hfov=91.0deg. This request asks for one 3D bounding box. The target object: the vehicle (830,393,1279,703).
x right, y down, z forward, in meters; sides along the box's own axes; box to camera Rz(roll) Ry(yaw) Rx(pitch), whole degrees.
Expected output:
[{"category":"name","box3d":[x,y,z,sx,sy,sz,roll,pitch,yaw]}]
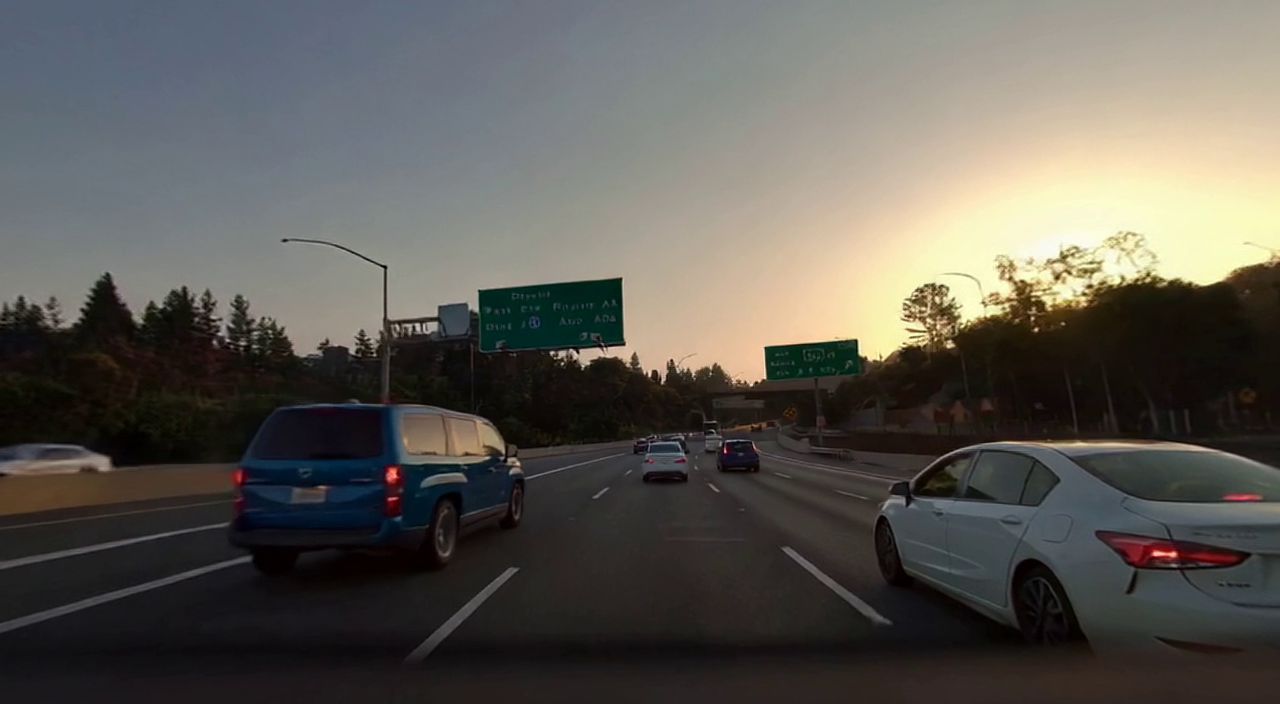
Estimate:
[{"category":"vehicle","box3d":[3.028,1.224,4.305,2.009,1.489,4.559,0,-9,0]}]

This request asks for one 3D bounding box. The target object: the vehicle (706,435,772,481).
[{"category":"vehicle","box3d":[3.900,4.246,25.477,2.076,1.684,4.241,0,-9,2]}]

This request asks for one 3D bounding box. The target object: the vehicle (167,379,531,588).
[{"category":"vehicle","box3d":[-3.210,1.649,8.674,2.434,1.965,5.305,0,-9,0]}]

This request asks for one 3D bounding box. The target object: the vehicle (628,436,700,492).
[{"category":"vehicle","box3d":[0.737,3.553,20.317,2.074,1.614,3.803,0,-9,1]}]
